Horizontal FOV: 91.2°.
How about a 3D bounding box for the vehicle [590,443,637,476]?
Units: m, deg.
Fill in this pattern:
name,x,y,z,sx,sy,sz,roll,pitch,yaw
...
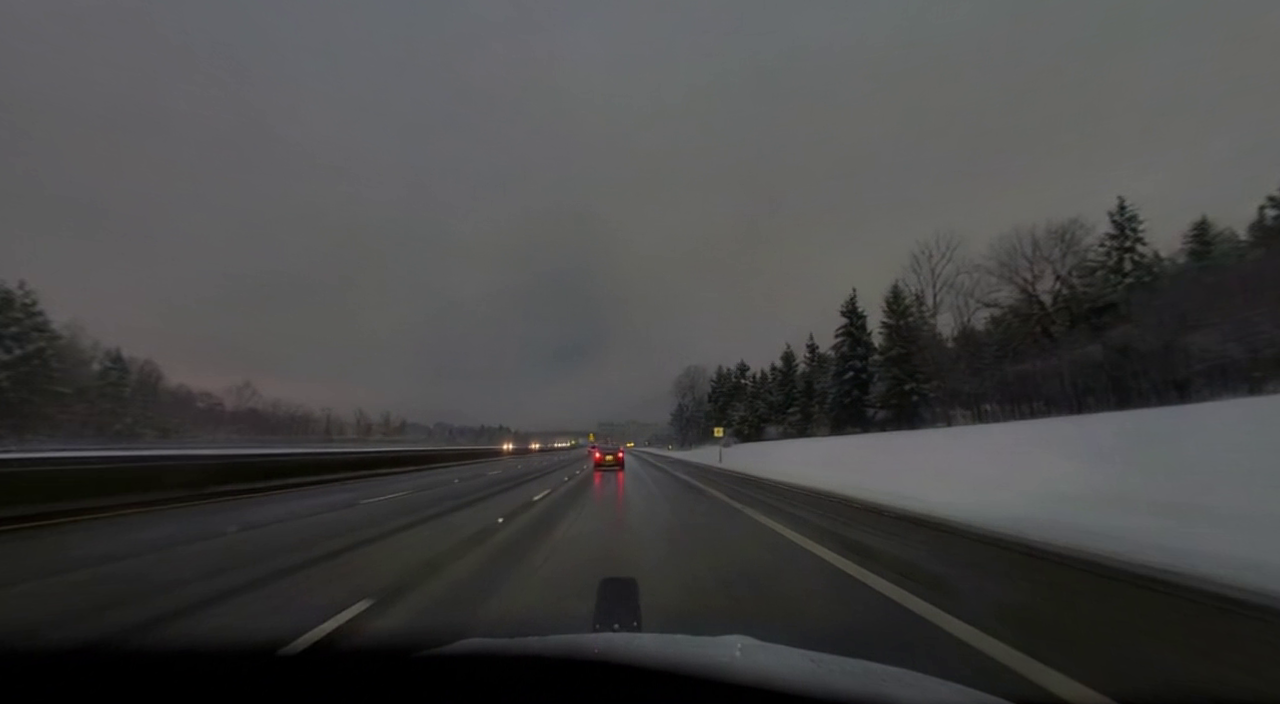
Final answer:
name,x,y,z,sx,sy,sz,roll,pitch,yaw
vehicle,-1.244,5.282,31.018,2.055,1.509,4.255,-1,-9,1
